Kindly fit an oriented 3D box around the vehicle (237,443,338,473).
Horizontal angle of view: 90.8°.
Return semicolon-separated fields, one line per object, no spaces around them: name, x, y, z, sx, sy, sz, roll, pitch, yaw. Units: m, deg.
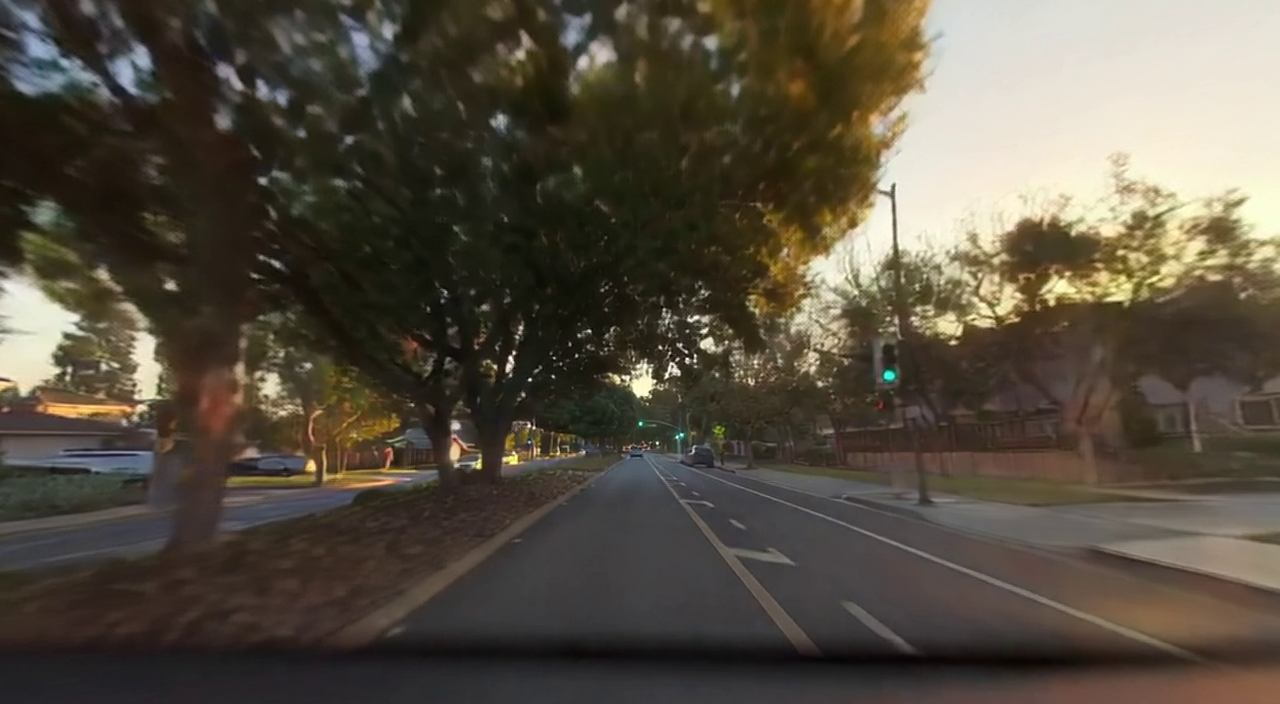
vehicle;-21.223;6.385;38.142;4.853;1.754;2.095;-1;-9;3

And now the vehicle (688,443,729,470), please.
vehicle;4.642;7.212;43.808;2.180;1.782;4.790;0;-9;-1
